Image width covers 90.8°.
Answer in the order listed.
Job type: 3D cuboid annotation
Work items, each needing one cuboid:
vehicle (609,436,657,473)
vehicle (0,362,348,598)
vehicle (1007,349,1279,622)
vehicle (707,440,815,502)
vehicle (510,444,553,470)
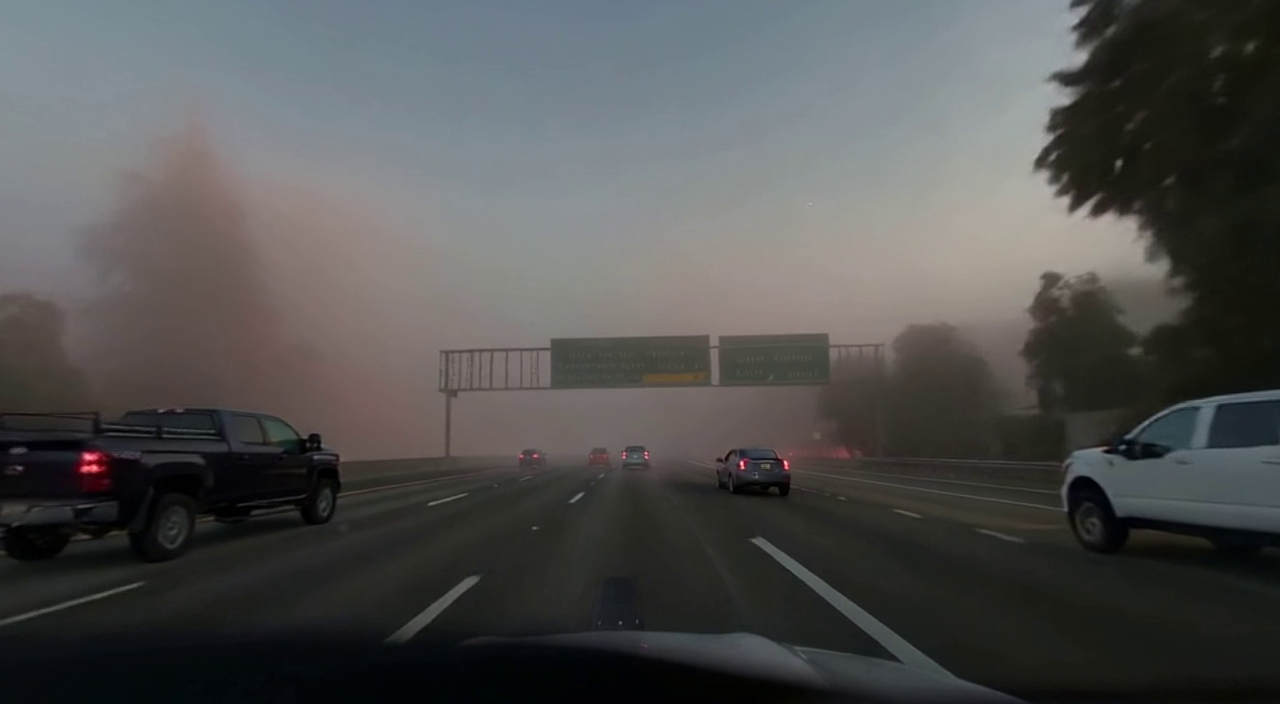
[{"bbox_3d":[-0.359,5.398,33.477,2.323,1.805,4.729,0,-8,0],"label":"vehicle"},{"bbox_3d":[-6.621,1.536,8.485,2.444,2.012,6.122,0,-8,0],"label":"vehicle"},{"bbox_3d":[5.868,0.971,4.649,2.635,1.919,5.907,0,-9,-2],"label":"vehicle"},{"bbox_3d":[3.140,3.177,17.368,2.011,1.462,4.286,0,-8,-1],"label":"vehicle"},{"bbox_3d":[-6.737,6.576,39.825,1.920,1.482,4.385,0,-8,0],"label":"vehicle"}]
